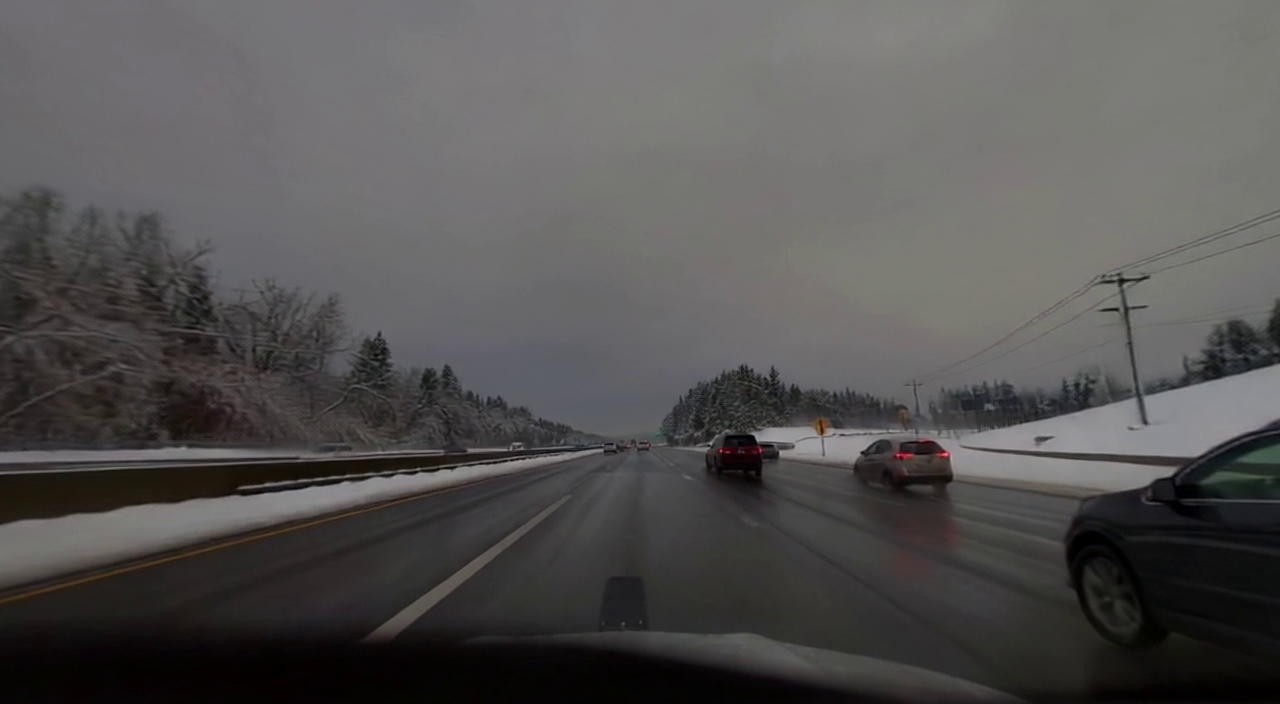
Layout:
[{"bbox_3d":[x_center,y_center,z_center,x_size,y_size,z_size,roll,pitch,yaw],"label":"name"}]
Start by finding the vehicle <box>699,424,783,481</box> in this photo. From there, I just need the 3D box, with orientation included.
[{"bbox_3d":[3.887,4.020,25.439,2.442,2.022,5.466,0,-8,0],"label":"vehicle"}]

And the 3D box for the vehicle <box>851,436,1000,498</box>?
[{"bbox_3d":[7.662,3.117,17.537,2.022,1.466,4.509,0,-8,0],"label":"vehicle"}]

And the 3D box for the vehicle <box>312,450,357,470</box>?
[{"bbox_3d":[-22.246,7.864,46.082,1.538,1.364,3.395,0,-8,0],"label":"vehicle"}]

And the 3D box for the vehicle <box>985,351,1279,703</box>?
[{"bbox_3d":[3.797,0.820,2.685,2.146,1.639,4.475,-1,-8,1],"label":"vehicle"}]
